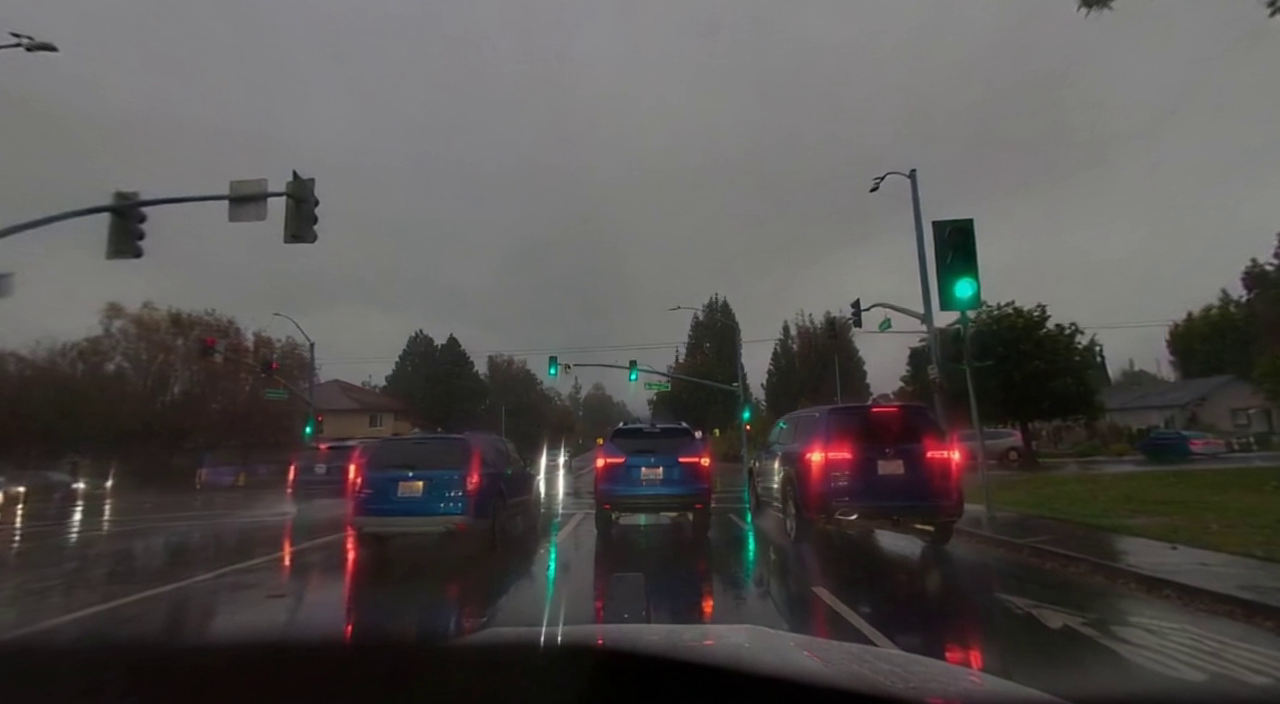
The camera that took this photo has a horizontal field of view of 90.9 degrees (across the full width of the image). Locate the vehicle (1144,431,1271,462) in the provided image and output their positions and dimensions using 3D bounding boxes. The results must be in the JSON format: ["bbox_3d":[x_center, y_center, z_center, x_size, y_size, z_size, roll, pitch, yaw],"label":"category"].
[{"bbox_3d":[28.147,4.688,31.361,4.512,1.444,1.859,0,-9,0],"label":"vehicle"}]

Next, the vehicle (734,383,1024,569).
[{"bbox_3d":[3.102,1.811,9.984,2.338,2.063,5.672,0,-9,0],"label":"vehicle"}]

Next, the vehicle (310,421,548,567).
[{"bbox_3d":[-2.779,1.988,9.631,2.058,1.659,4.514,0,-9,0],"label":"vehicle"}]

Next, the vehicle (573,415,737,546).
[{"bbox_3d":[0.172,2.076,10.810,2.235,1.778,4.178,0,-9,-1],"label":"vehicle"}]

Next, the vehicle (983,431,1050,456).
[{"bbox_3d":[23.775,5.796,39.931,1.830,1.516,3.943,-1,-8,1],"label":"vehicle"}]

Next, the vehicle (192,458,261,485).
[{"bbox_3d":[-29.292,8.432,44.799,1.820,1.699,4.308,-1,-9,3],"label":"vehicle"}]
